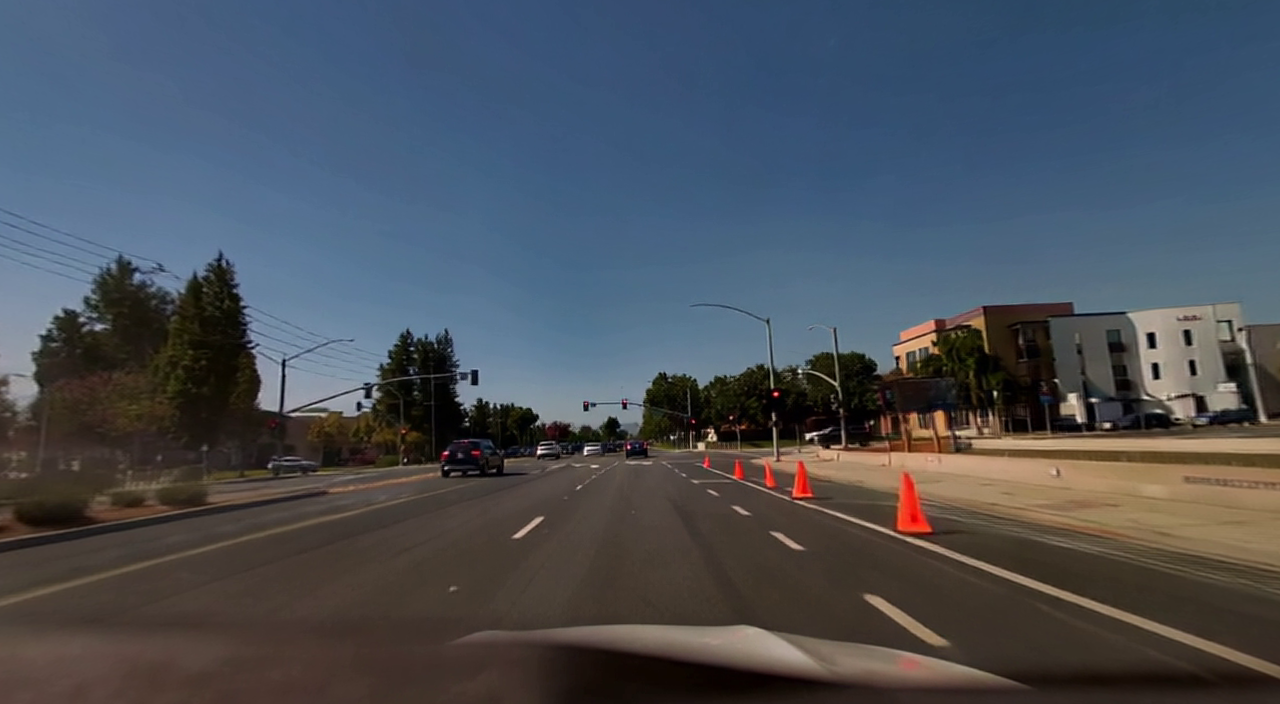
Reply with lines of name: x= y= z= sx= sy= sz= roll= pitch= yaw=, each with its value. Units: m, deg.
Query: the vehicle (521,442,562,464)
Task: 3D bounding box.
vehicle: x=-6.795 y=7.019 z=44.076 sx=2.074 sy=1.447 sz=4.224 roll=0 pitch=-9 yaw=1

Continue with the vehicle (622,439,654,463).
vehicle: x=-0.124 y=6.514 z=41.598 sx=1.985 sy=1.521 sz=3.968 roll=0 pitch=-9 yaw=1

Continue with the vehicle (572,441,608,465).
vehicle: x=-3.222 y=6.605 z=41.470 sx=1.946 sy=1.437 sz=4.154 roll=0 pitch=-9 yaw=1

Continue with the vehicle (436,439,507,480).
vehicle: x=-6.974 y=4.488 z=26.638 sx=1.869 sy=1.570 sz=4.064 roll=0 pitch=-9 yaw=0
